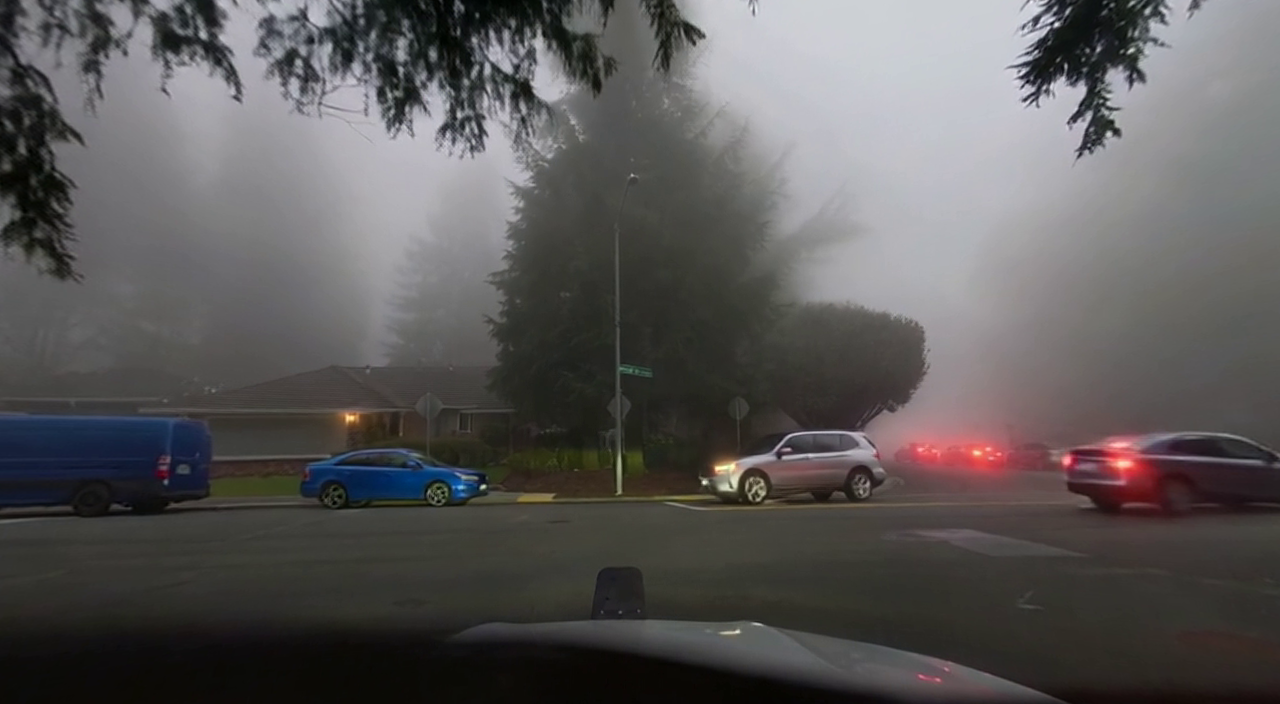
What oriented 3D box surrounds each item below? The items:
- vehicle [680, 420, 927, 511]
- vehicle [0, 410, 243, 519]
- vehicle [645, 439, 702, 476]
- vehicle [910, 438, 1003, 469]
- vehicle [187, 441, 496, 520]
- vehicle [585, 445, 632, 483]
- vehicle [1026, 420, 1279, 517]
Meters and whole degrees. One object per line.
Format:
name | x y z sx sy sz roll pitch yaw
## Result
vehicle | 3.637 2.565 14.600 5.047 1.851 2.103 1 -9 -10
vehicle | -14.897 2.878 15.792 7.824 2.323 2.863 -1 -10 -5
vehicle | 1.384 4.557 27.592 1.745 1.461 4.074 1 -9 -8
vehicle | 20.758 6.653 41.579 4.984 1.912 2.132 1 -9 -7
vehicle | -7.331 3.255 16.533 6.643 1.777 2.925 1 -9 -7
vehicle | -1.416 4.711 26.861 1.648 1.430 3.654 4 -9 -7
vehicle | 10.101 2.084 11.635 4.684 1.556 2.087 1 -9 -7
